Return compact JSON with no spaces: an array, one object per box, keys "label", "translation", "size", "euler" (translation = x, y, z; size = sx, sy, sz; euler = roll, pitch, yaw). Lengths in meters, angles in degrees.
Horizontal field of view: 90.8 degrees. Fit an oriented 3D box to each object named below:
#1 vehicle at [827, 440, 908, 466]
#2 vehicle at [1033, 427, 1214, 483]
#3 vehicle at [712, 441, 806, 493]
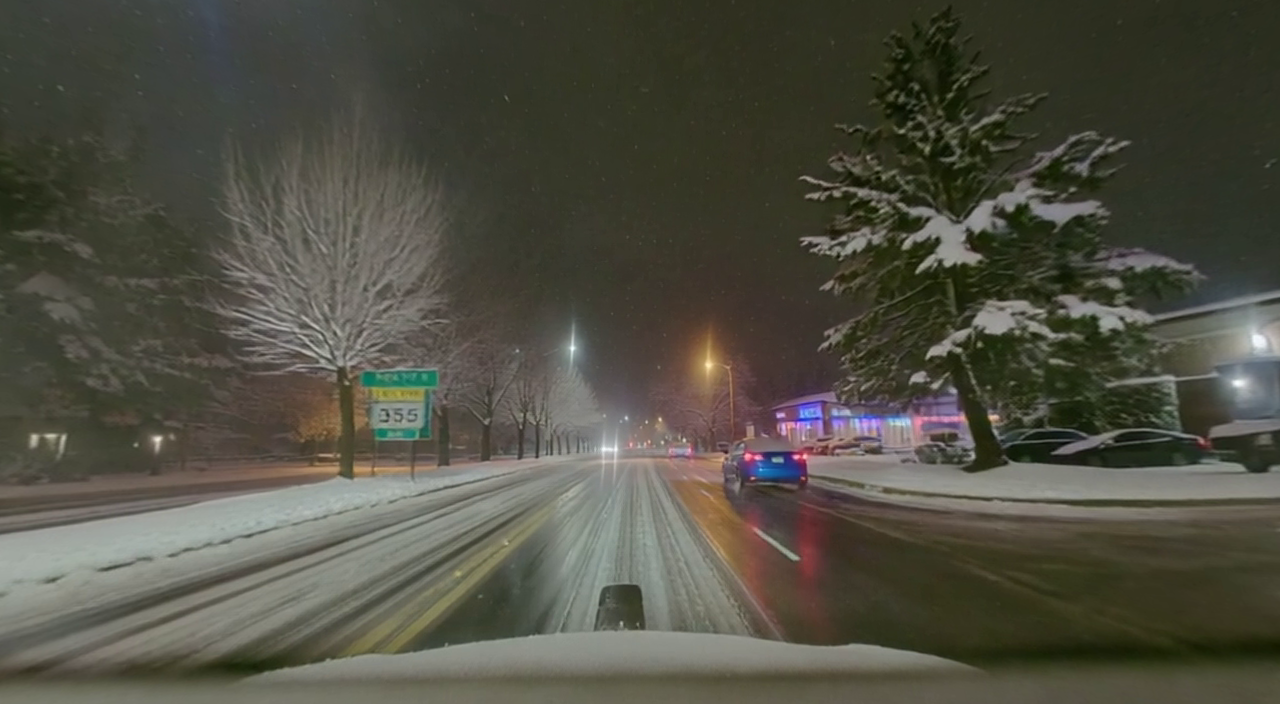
[{"label":"vehicle","translation":[15.792,7.037,44.016],"size":[4.684,1.448,2.090],"euler":[-4,-8,-2]},{"label":"vehicle","translation":[15.403,3.289,20.328],"size":[4.112,1.642,2.055],"euler":[0,-8,-2]},{"label":"vehicle","translation":[3.699,3.661,20.611],"size":[2.033,1.482,4.571],"euler":[0,-8,-2]}]
